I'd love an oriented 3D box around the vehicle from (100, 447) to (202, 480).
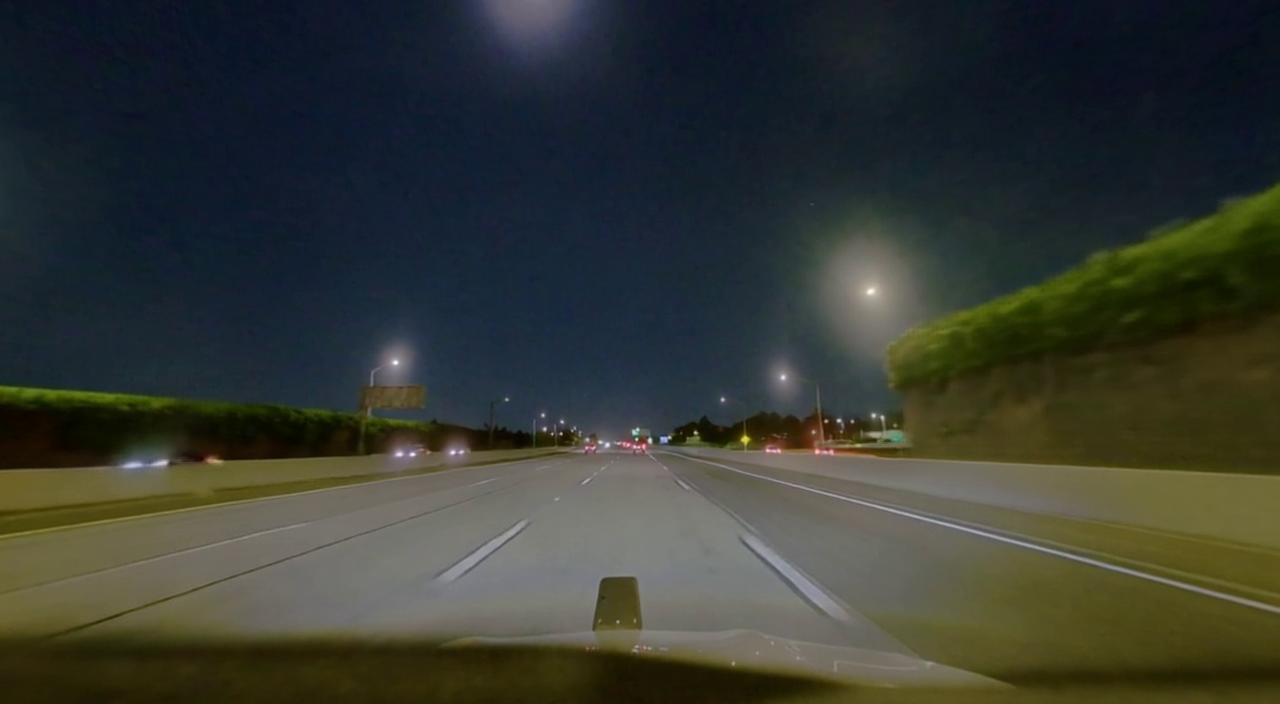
[{"bbox_3d":[-25.241,5.743,32.812,1.811,1.539,4.341,0,-8,0],"label":"vehicle"}]
